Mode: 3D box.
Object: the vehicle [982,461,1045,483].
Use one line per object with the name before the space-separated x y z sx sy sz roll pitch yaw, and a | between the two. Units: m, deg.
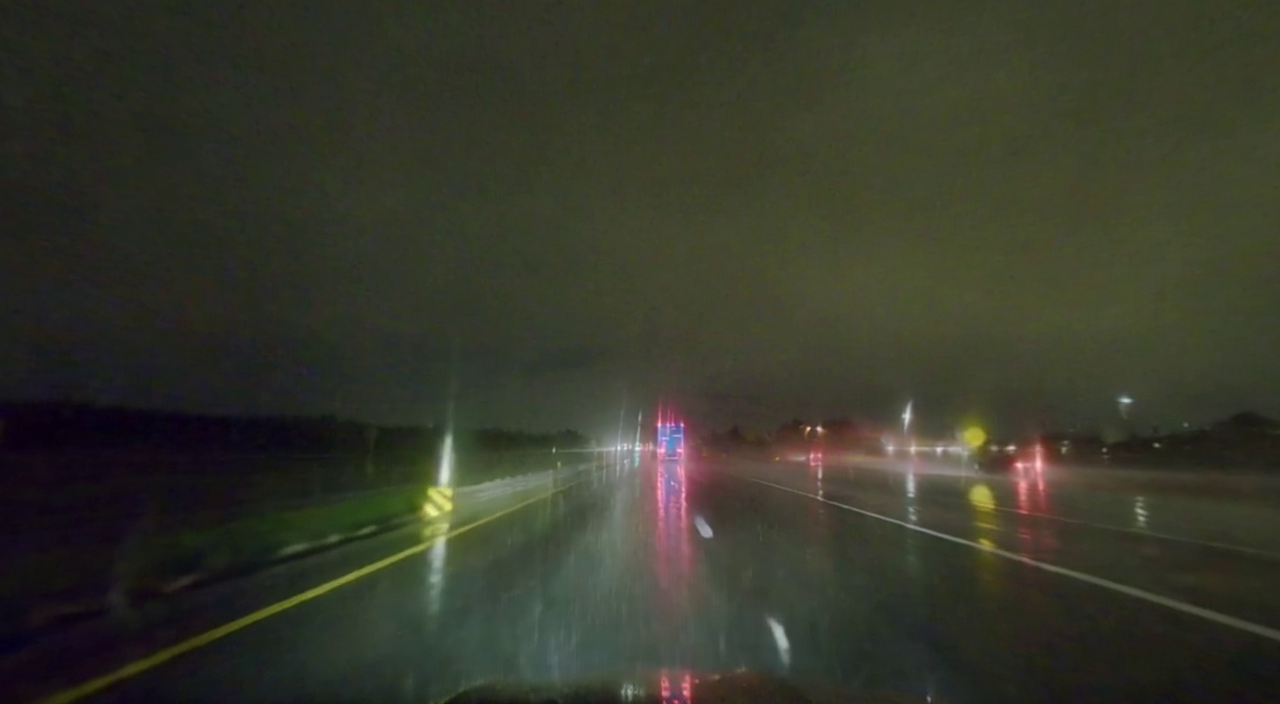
vehicle | 27.705 8.877 46.859 1.836 1.499 3.936 2 -9 -11
